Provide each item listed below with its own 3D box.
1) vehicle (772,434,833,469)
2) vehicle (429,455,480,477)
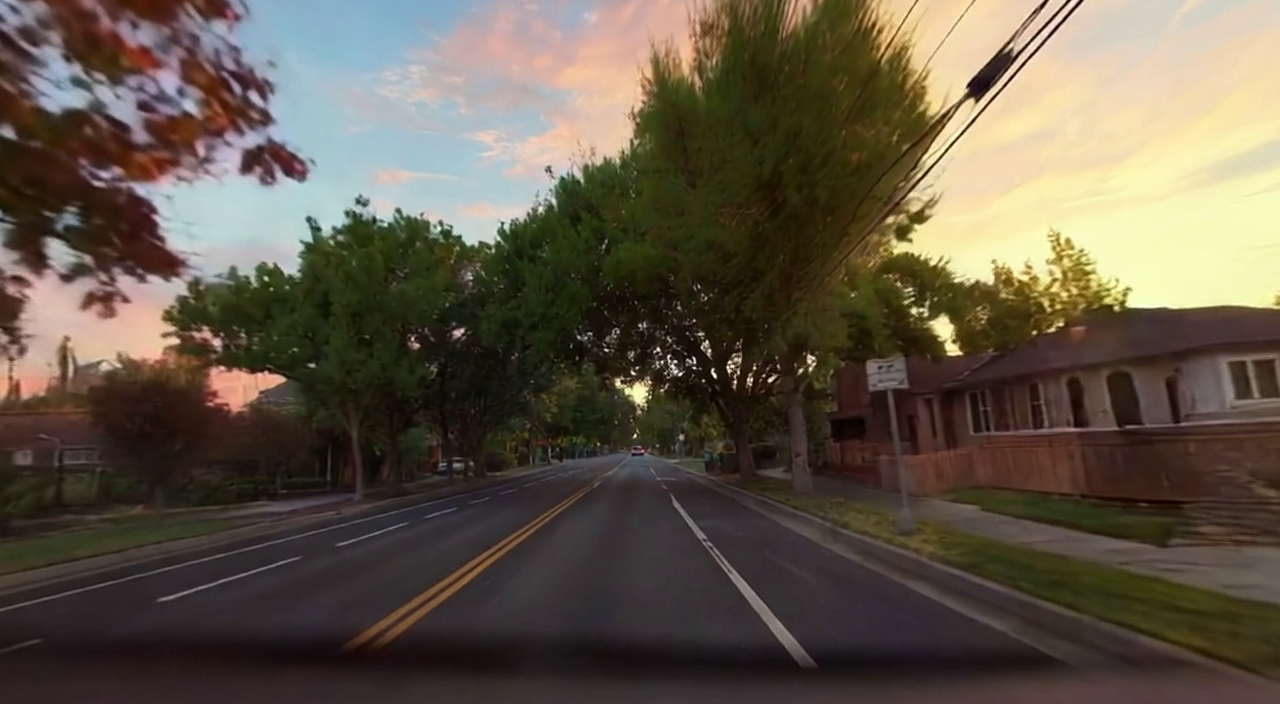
[{"bbox_3d":[9.657,5.957,38.036,2.102,1.822,4.802,-3,-8,-3],"label":"vehicle"},{"bbox_3d":[-14.018,8.552,47.666,2.027,1.518,4.698,7,-11,-38],"label":"vehicle"}]
